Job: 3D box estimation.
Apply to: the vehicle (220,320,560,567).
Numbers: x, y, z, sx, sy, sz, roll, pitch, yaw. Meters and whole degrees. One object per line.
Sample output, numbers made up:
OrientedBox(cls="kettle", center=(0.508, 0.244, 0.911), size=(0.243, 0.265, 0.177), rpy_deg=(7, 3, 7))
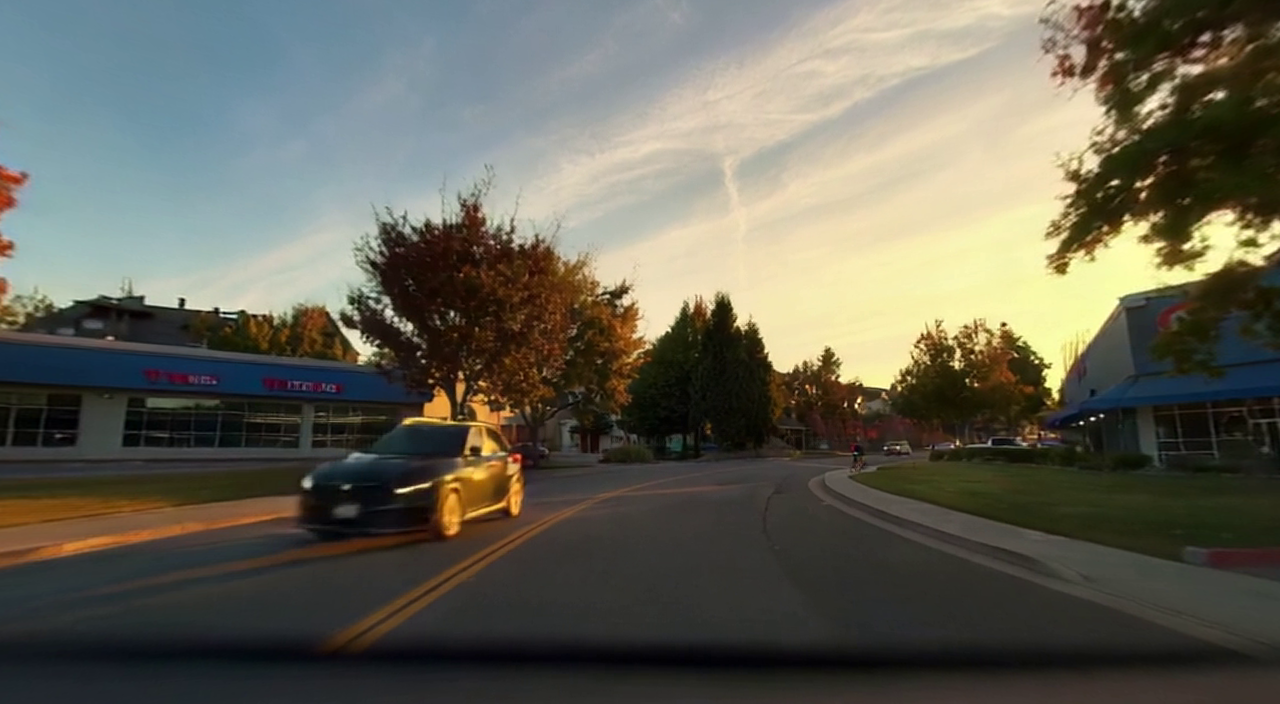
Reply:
OrientedBox(cls="vehicle", center=(-3.399, 1.573, 10.983), size=(2.489, 2.884, 6.940), rpy_deg=(-1, -9, 6))
